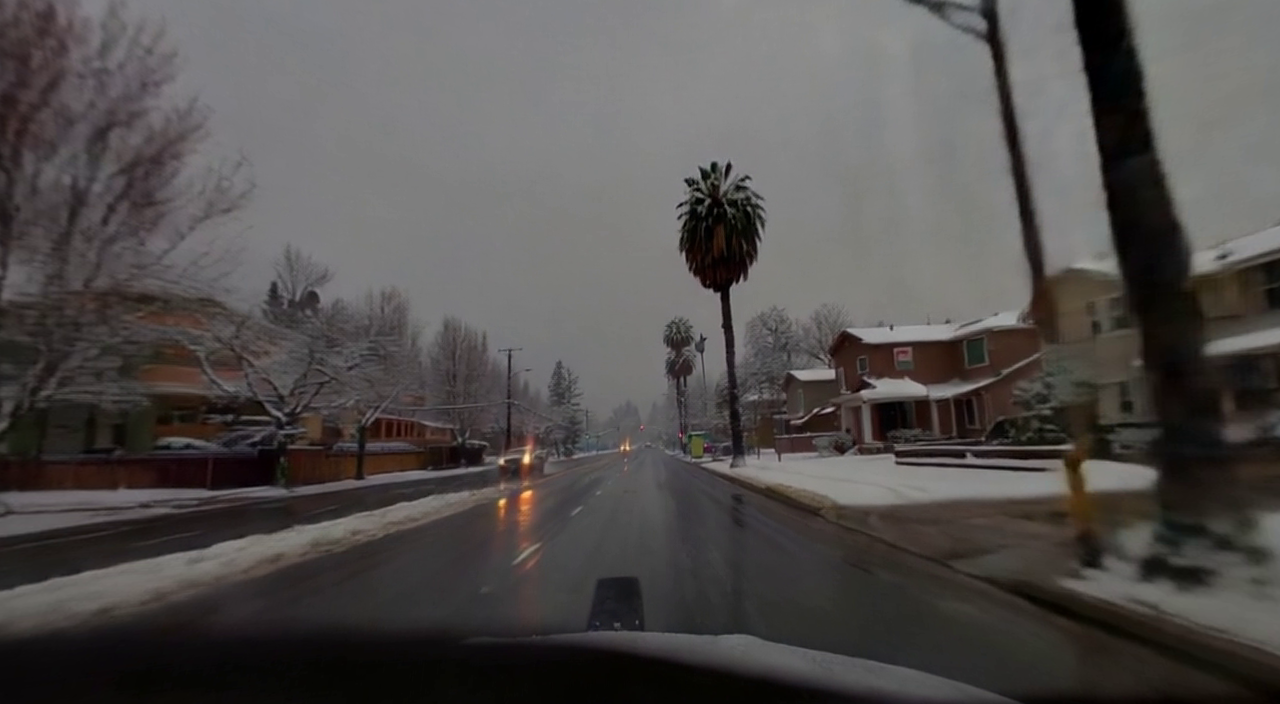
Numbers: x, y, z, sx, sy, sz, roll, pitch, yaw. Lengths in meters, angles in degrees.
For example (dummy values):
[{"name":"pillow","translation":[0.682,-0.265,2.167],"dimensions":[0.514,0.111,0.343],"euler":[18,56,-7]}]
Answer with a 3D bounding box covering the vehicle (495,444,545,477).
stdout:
[{"name":"vehicle","translation":[-7.024,6.374,37.453],"dimensions":[1.992,1.802,4.602],"euler":[0,-8,1]}]
